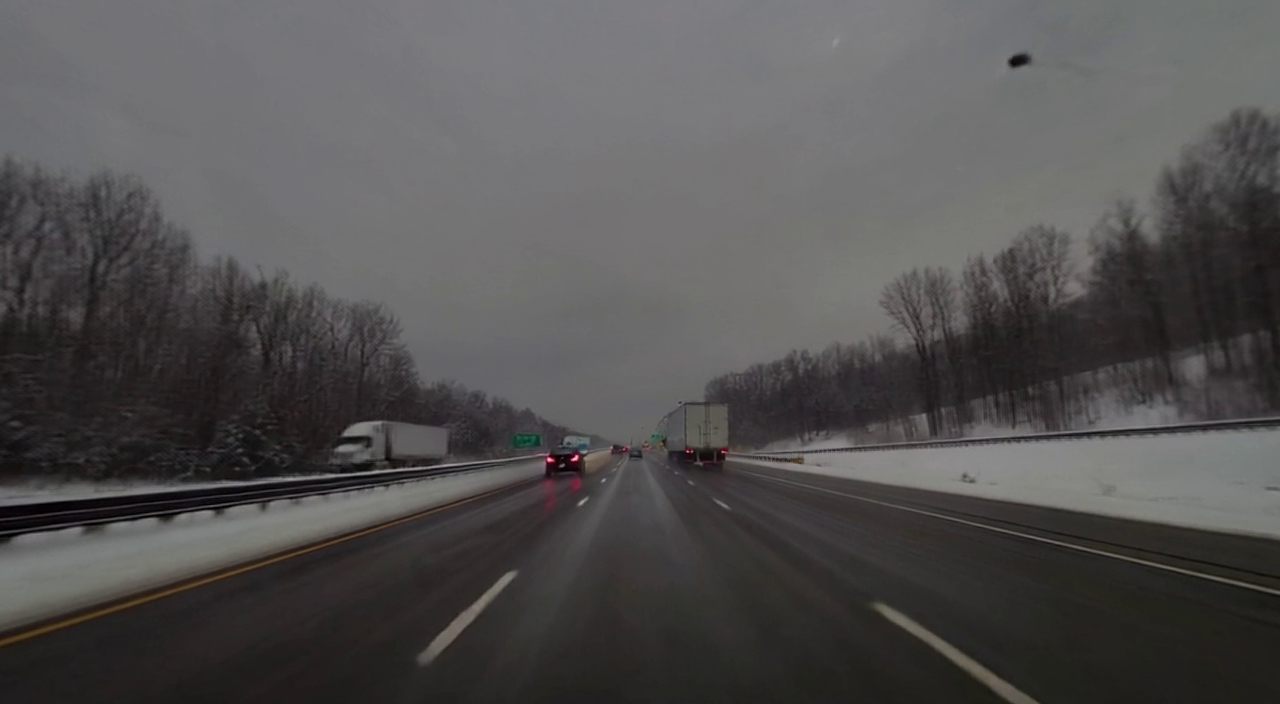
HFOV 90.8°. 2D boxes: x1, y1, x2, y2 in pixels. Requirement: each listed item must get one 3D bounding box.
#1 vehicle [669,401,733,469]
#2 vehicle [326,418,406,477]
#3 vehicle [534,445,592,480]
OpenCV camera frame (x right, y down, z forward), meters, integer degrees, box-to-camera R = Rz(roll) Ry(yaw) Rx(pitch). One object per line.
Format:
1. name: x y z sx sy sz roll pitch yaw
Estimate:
1. vehicle: 3.953 6.082 44.896 2.974 4.083 14.389 0 -9 -1
2. vehicle: -19.386 6.834 45.112 2.990 3.854 5.965 0 -9 -1
3. vehicle: -3.414 5.001 28.783 2.121 1.445 4.651 0 -9 -1
